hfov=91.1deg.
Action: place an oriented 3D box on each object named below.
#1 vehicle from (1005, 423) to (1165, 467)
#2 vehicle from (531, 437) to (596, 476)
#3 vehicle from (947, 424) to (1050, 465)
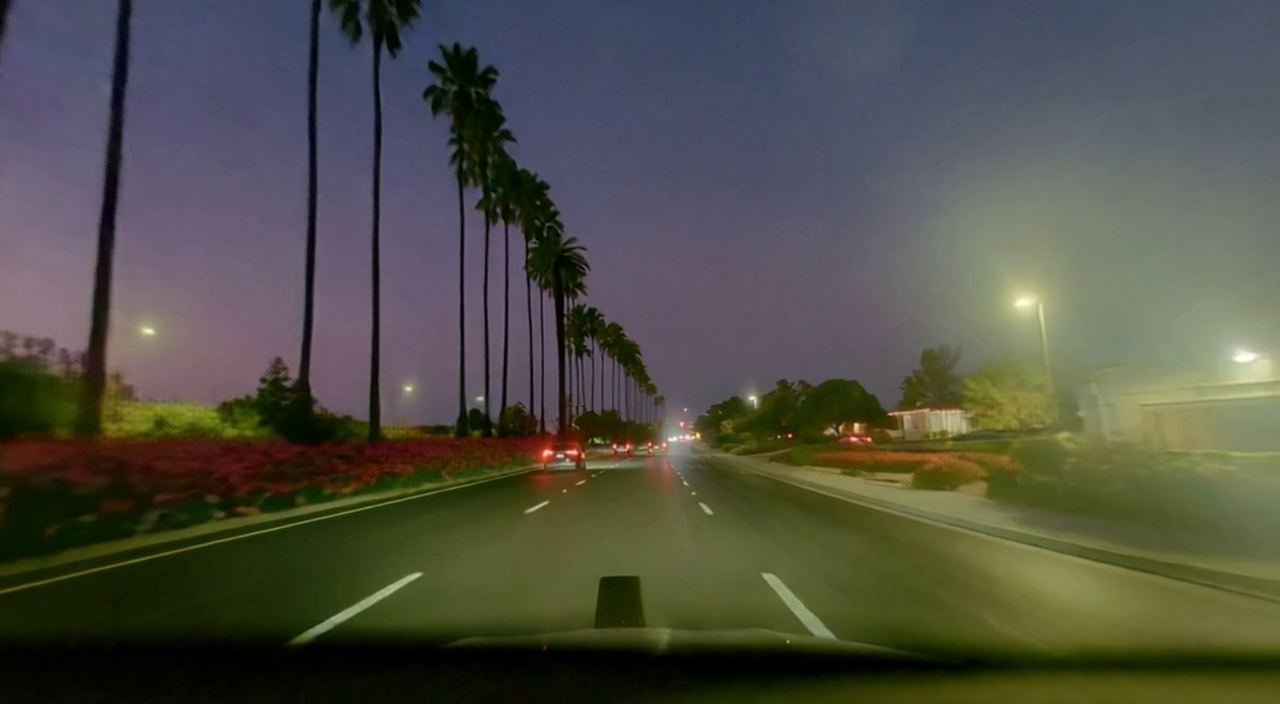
[{"bbox_3d":[21.655,4.597,31.003,2.426,1.902,6.126,2,-9,-16],"label":"vehicle"},{"bbox_3d":[-3.127,4.402,26.659,2.036,1.478,4.508,0,-8,2],"label":"vehicle"},{"bbox_3d":[20.840,5.397,36.862,2.624,2.088,5.064,-3,-8,-5],"label":"vehicle"}]
